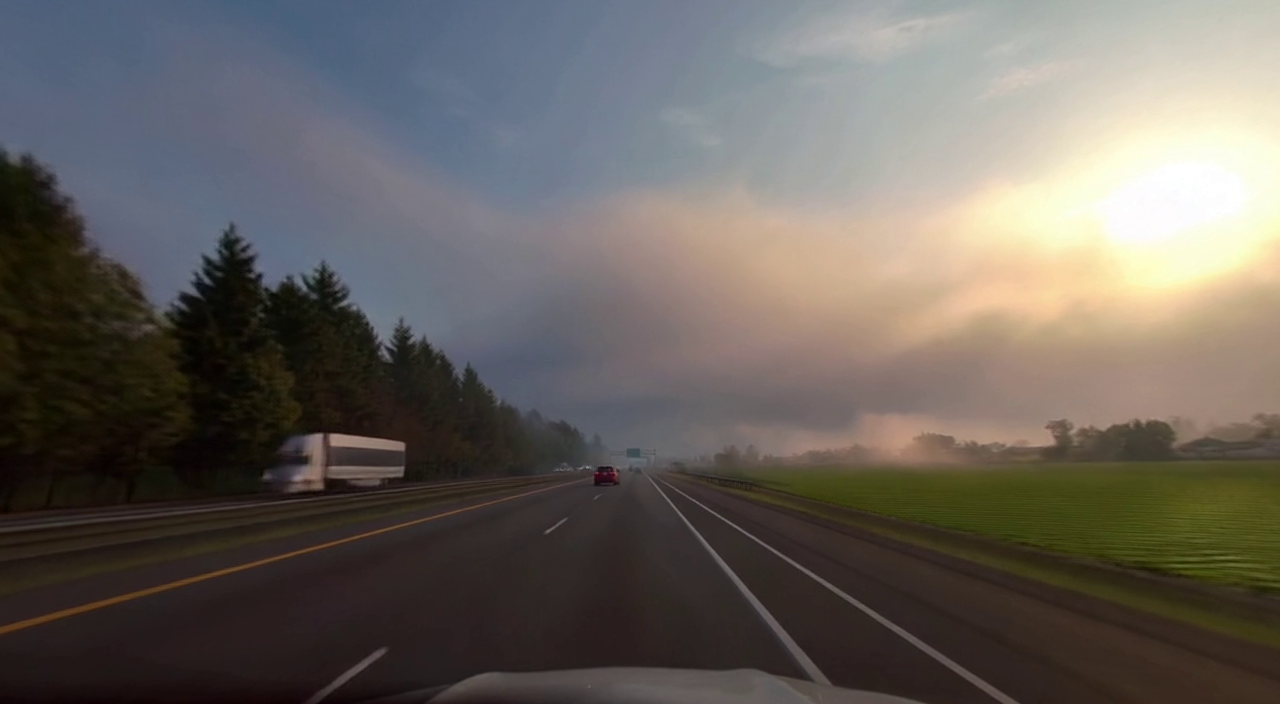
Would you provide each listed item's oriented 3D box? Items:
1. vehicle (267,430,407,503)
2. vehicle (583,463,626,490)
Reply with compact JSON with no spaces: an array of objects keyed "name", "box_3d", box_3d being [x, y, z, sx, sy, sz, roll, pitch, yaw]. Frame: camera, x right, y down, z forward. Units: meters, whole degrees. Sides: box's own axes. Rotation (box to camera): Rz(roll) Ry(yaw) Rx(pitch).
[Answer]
[{"name":"vehicle","box_3d":[-17.051,6.658,36.650,2.931,3.579,10.281,1,-10,0]},{"name":"vehicle","box_3d":[-1.993,7.304,37.012,2.183,1.435,4.653,0,-10,0]}]
